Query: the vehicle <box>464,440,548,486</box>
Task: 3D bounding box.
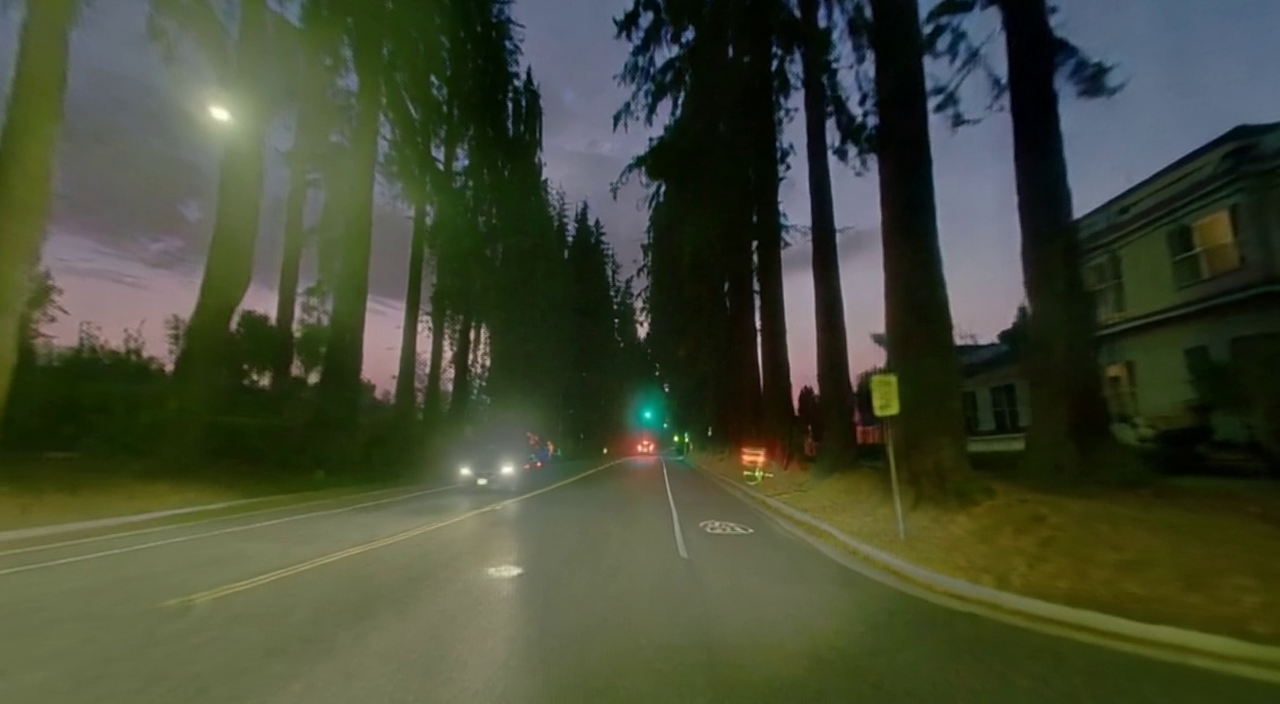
[{"bbox_3d":[-4.827,4.056,23.409,1.927,1.521,4.571,0,-8,2],"label":"vehicle"}]
